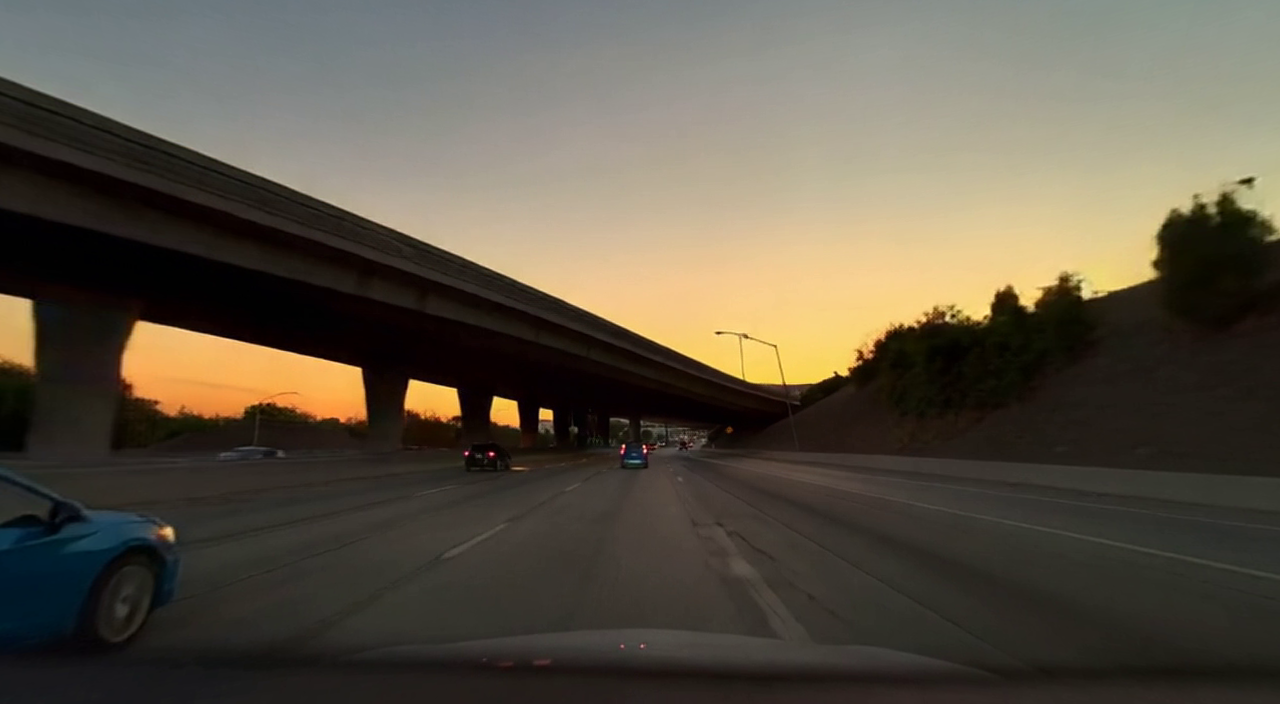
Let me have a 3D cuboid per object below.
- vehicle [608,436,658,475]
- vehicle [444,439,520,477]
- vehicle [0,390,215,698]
[{"bbox_3d":[-0.239,4.807,29.374,2.155,1.690,4.318,0,-9,2],"label":"vehicle"},{"bbox_3d":[-6.840,4.650,27.799,1.994,1.519,4.668,0,-9,2],"label":"vehicle"},{"bbox_3d":[-4.455,0.906,2.612,2.124,1.607,4.531,0,-9,1],"label":"vehicle"}]
